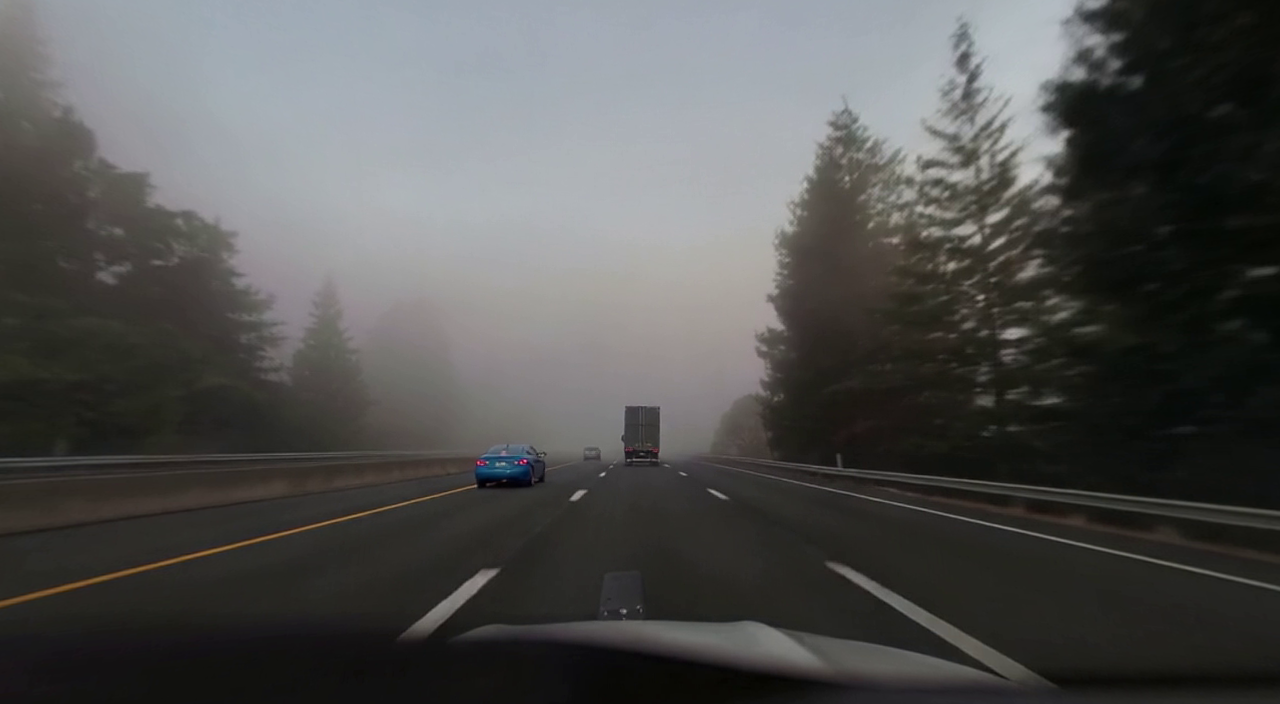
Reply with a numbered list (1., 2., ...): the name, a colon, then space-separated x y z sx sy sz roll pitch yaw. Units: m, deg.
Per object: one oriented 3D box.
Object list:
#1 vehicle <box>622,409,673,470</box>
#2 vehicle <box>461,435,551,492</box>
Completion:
1. vehicle: 0.318 5.907 42.065 2.893 3.628 9.081 0 -9 -3
2. vehicle: -4.134 3.498 20.069 1.977 1.602 3.944 0 -9 0
